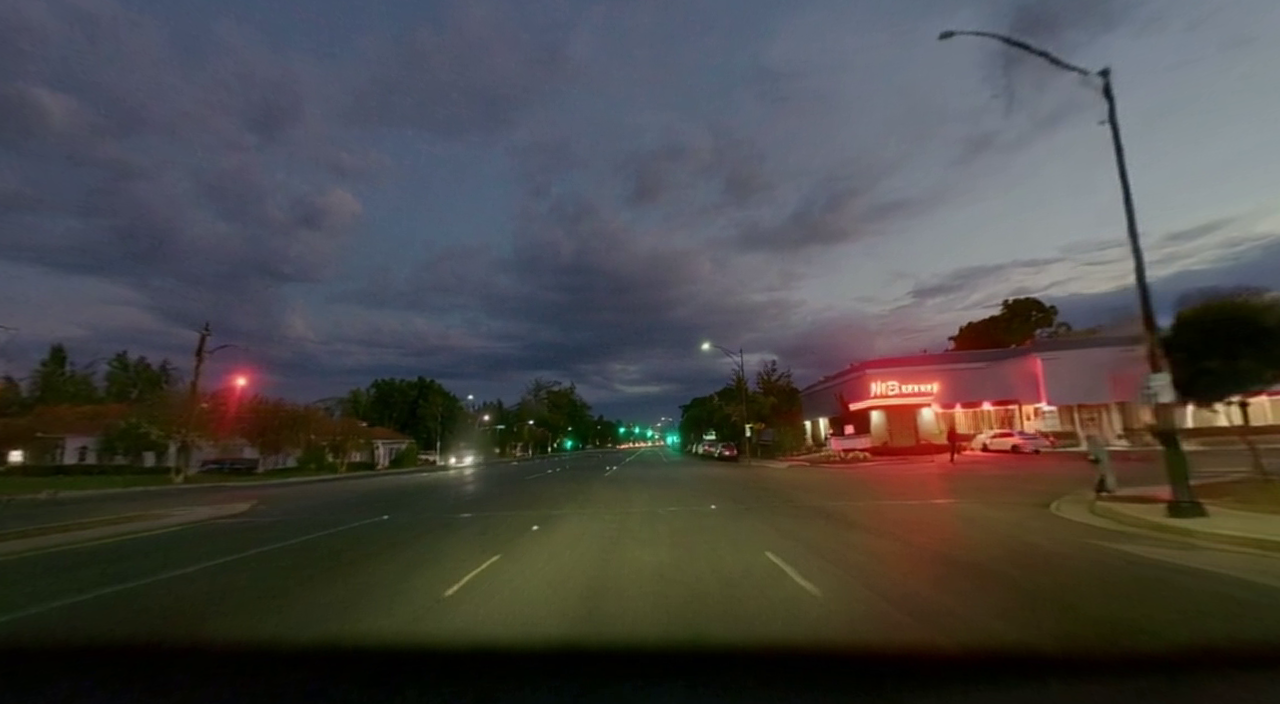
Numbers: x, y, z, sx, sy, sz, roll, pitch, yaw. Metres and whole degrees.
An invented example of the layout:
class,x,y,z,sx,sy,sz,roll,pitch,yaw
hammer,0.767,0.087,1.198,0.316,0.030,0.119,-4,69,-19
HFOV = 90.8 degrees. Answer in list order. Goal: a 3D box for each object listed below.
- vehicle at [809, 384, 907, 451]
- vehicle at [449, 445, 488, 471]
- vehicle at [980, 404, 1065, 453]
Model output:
class,x,y,z,sx,sy,sz,roll,pitch,yaw
vehicle,15.951,4.864,45.772,9.886,4.618,0.062,5,-10,-30
vehicle,-11.793,7.285,43.570,1.813,1.727,3.009,0,-9,1
vehicle,25.907,5.300,43.122,4.543,3.105,4.010,-5,-10,28
